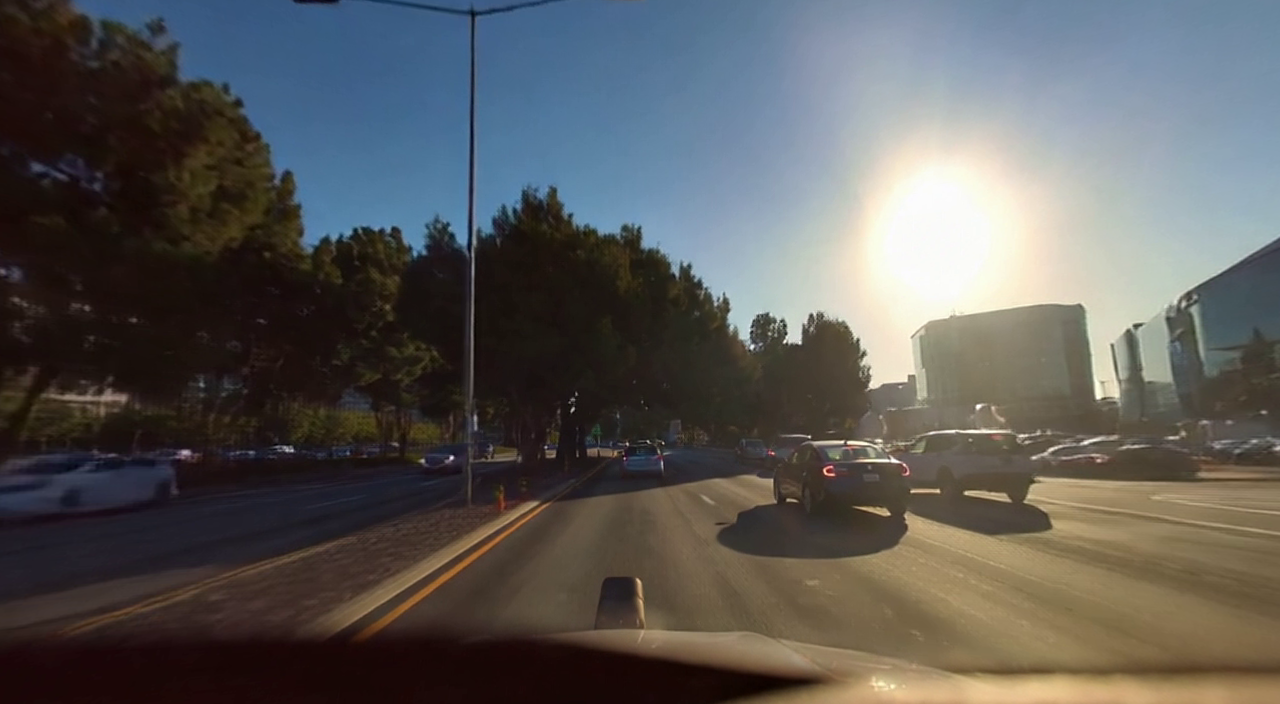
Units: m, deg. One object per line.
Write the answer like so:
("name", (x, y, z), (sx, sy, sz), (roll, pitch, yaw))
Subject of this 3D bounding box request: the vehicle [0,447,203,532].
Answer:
("vehicle", (-12.009, 2.803, 13.589), (1.931, 1.477, 4.630), (0, -8, 0))

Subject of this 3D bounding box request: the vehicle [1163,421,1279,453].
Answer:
("vehicle", (37.496, 5.457, 40.628), (5.573, 1.973, 2.229), (0, -8, 0))

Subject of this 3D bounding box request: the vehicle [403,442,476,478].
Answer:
("vehicle", (-9.001, 4.869, 28.720), (1.895, 1.503, 4.237), (0, -8, 0))

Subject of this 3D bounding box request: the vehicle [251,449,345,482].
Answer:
("vehicle", (-17.246, 5.725, 32.154), (1.961, 1.462, 4.741), (-1, -8, 3))

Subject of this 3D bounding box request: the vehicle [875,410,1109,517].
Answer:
("vehicle", (6.945, 2.258, 13.246), (2.134, 1.810, 4.590), (0, -8, -1))

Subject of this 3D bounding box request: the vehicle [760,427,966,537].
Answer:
("vehicle", (3.424, 2.073, 10.696), (1.858, 1.466, 4.230), (0, -8, -1))

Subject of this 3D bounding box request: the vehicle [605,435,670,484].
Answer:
("vehicle", (-0.085, 3.569, 21.228), (1.994, 1.479, 3.647), (0, -8, 0))
